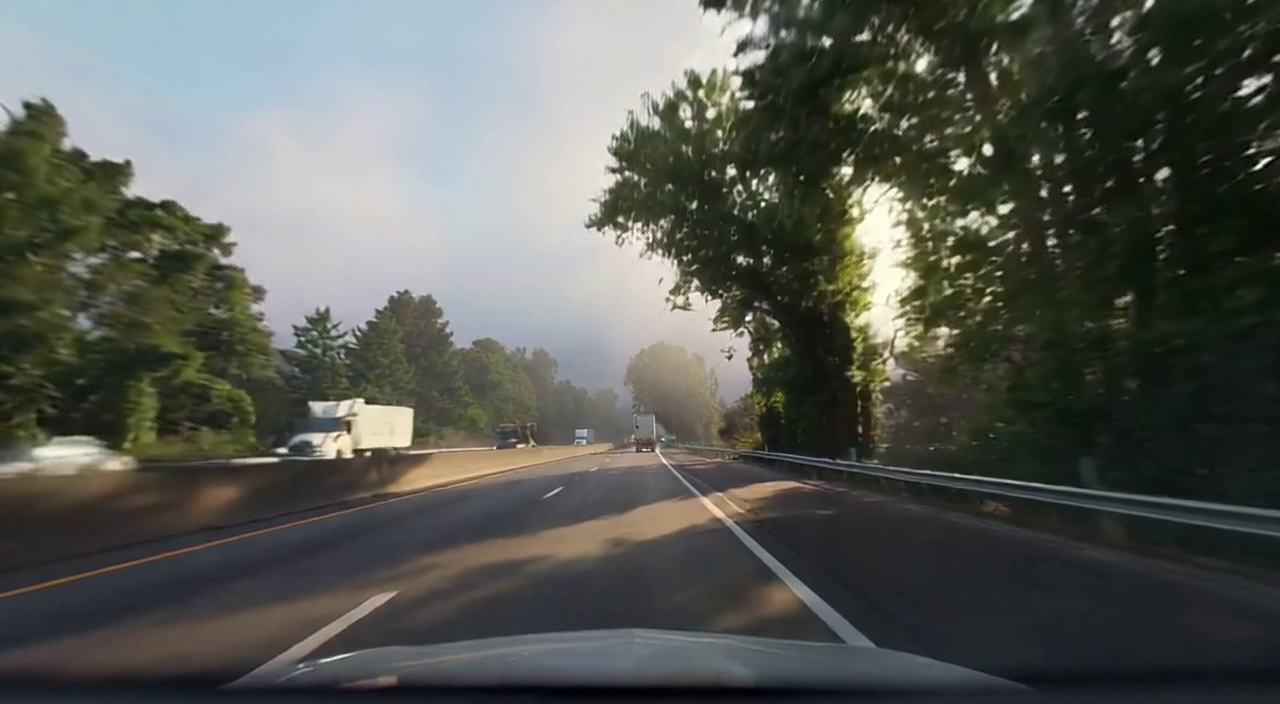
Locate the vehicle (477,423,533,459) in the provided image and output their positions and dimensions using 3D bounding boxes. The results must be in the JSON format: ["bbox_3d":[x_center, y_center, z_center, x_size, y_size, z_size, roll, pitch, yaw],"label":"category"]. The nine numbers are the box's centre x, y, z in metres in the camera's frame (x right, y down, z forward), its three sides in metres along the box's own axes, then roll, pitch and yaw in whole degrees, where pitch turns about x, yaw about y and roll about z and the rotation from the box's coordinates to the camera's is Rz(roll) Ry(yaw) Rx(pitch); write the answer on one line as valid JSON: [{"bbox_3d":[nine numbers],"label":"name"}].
[{"bbox_3d":[-10.519,7.024,49.762,2.722,2.626,7.004,-1,-8,1],"label":"vehicle"}]

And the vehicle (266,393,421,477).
[{"bbox_3d":[-14.458,4.258,32.025,2.973,3.589,9.822,-1,-8,1],"label":"vehicle"}]
